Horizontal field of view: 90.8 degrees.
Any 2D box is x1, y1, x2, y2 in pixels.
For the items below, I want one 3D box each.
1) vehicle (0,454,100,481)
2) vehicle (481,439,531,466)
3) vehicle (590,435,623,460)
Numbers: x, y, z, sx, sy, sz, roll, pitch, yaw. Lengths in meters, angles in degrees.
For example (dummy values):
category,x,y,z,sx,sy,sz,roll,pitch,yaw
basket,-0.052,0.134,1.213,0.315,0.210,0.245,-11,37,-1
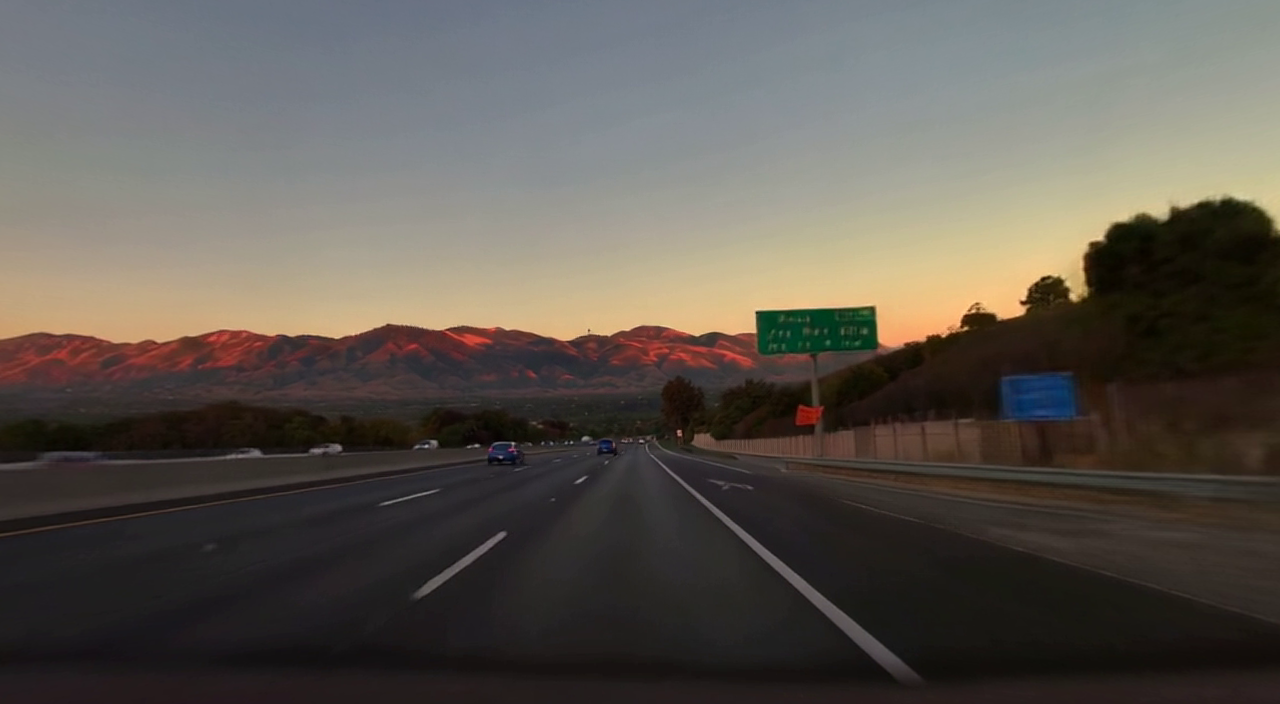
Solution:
category,x,y,z,sx,sy,sz,roll,pitch,yaw
vehicle,-33.021,6.395,35.296,1.845,1.331,4.385,1,-9,-1
vehicle,-7.730,5.856,36.981,1.930,1.508,4.567,0,-8,0
vehicle,-2.421,7.032,46.653,2.029,1.753,4.718,0,-8,1
